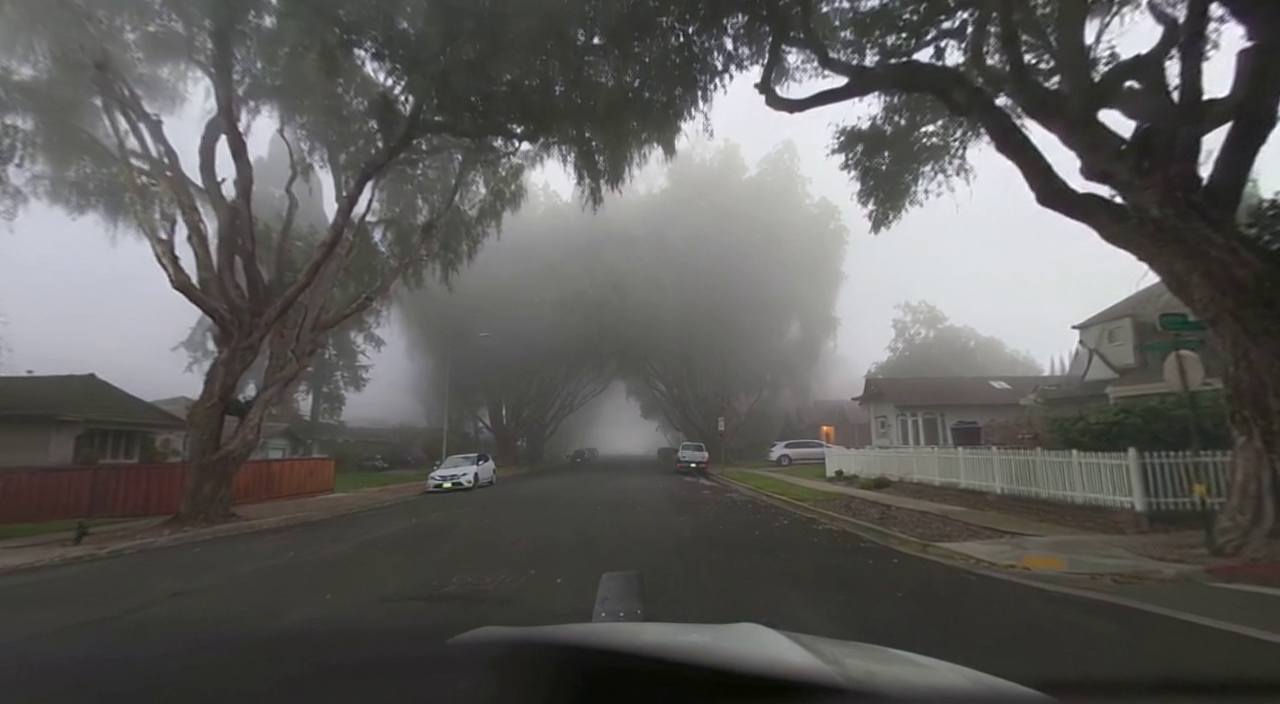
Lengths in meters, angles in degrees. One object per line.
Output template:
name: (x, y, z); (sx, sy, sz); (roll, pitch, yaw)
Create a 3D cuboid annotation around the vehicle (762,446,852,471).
vehicle: (10.089, 6.494, 38.562); (5.041, 1.486, 1.969); (-1, -8, 7)

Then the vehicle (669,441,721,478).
vehicle: (2.914, 5.902, 34.942); (2.241, 1.875, 5.059); (0, -8, -2)

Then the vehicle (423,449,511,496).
vehicle: (-6.588, 4.607, 24.550); (2.099, 1.399, 4.357); (-4, -7, 1)

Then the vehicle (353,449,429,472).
vehicle: (-16.529, 7.189, 42.015); (4.276, 1.463, 1.832); (-1, -8, 6)
